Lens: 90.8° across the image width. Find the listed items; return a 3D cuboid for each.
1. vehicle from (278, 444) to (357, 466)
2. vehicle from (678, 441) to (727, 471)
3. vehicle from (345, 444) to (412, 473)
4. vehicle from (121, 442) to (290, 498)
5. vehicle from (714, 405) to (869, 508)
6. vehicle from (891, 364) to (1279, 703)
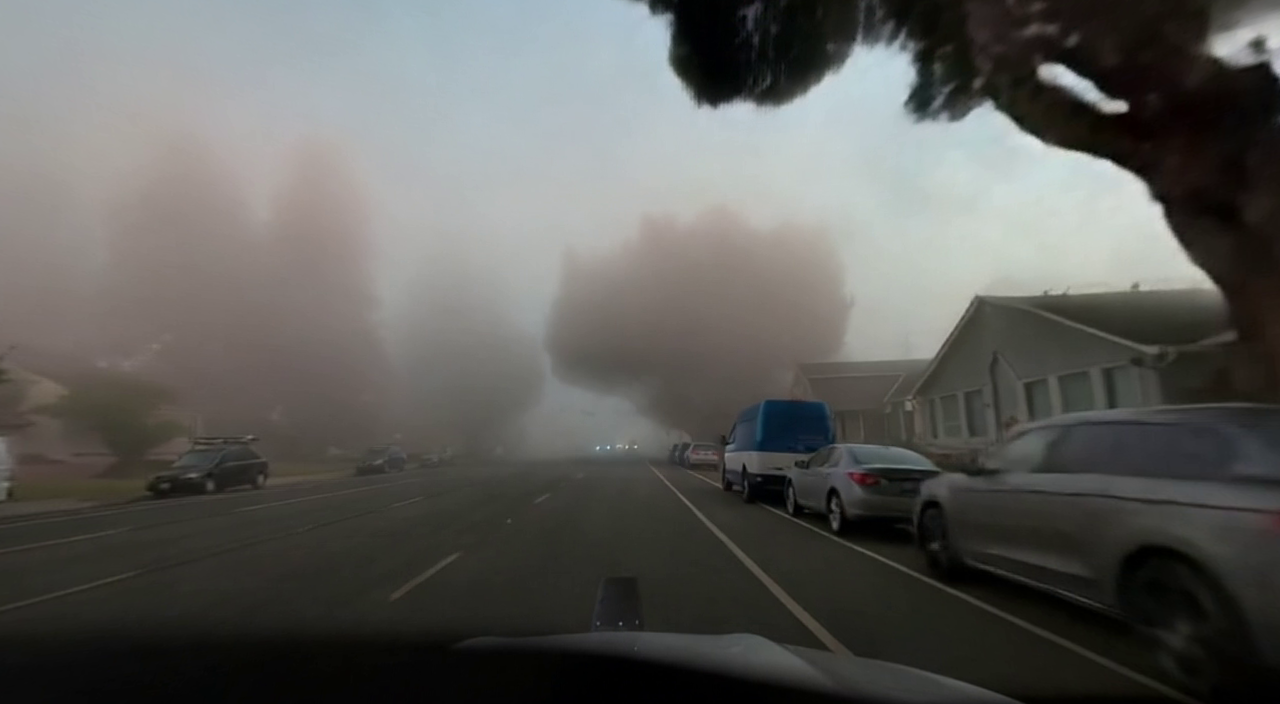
[{"bbox_3d":[-23.161,7.415,45.525,4.599,1.433,1.863,1,-9,-3],"label":"vehicle"},{"bbox_3d":[3.227,5.499,33.602,1.956,1.468,4.524,0,-9,-3],"label":"vehicle"},{"bbox_3d":[-14.889,6.092,36.269,1.923,1.535,4.862,0,-9,-2],"label":"vehicle"},{"bbox_3d":[-14.382,3.909,21.423,2.045,1.636,5.214,0,-9,0],"label":"vehicle"},{"bbox_3d":[3.527,2.624,16.173,2.521,2.168,5.478,0,-9,-1],"label":"vehicle"},{"bbox_3d":[3.963,1.192,4.787,2.067,1.706,4.506,0,-9,-3],"label":"vehicle"}]
